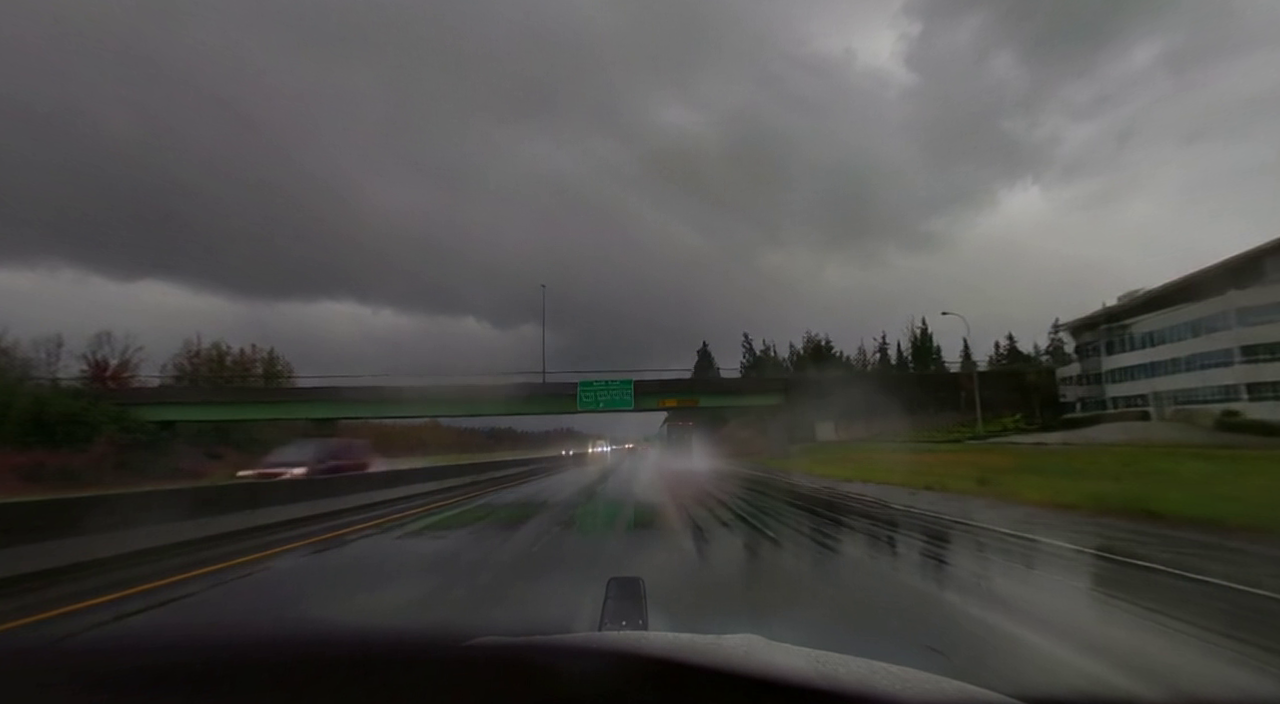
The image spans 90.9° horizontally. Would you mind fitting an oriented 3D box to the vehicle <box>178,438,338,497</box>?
[{"bbox_3d":[-11.326,3.448,19.171,1.990,1.545,4.519,0,-9,1],"label":"vehicle"}]
